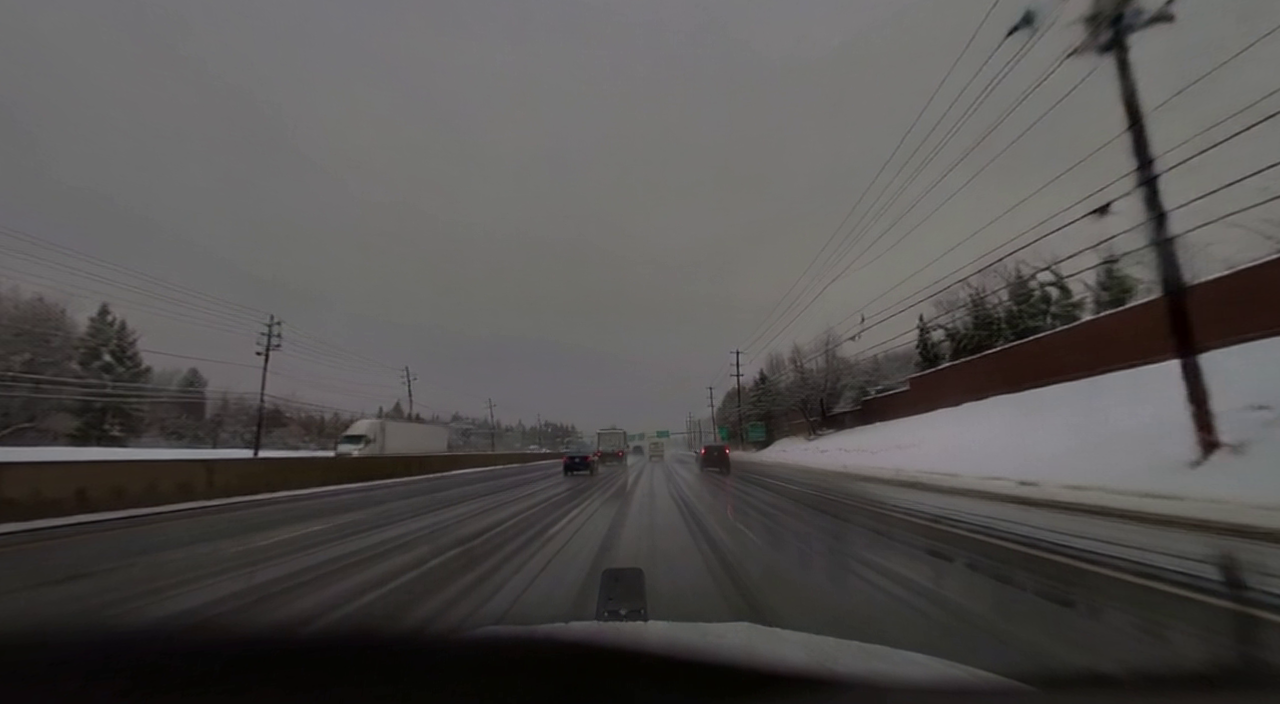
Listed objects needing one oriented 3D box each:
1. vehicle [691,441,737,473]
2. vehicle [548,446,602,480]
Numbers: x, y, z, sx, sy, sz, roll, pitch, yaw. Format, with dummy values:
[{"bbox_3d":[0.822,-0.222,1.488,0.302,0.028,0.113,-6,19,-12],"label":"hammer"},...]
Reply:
[{"bbox_3d":[4.415,6.397,38.531,2.214,1.799,4.627,0,-9,-1],"label":"vehicle"},{"bbox_3d":[-2.998,5.228,29.939,2.004,1.498,4.043,0,-9,1],"label":"vehicle"}]
